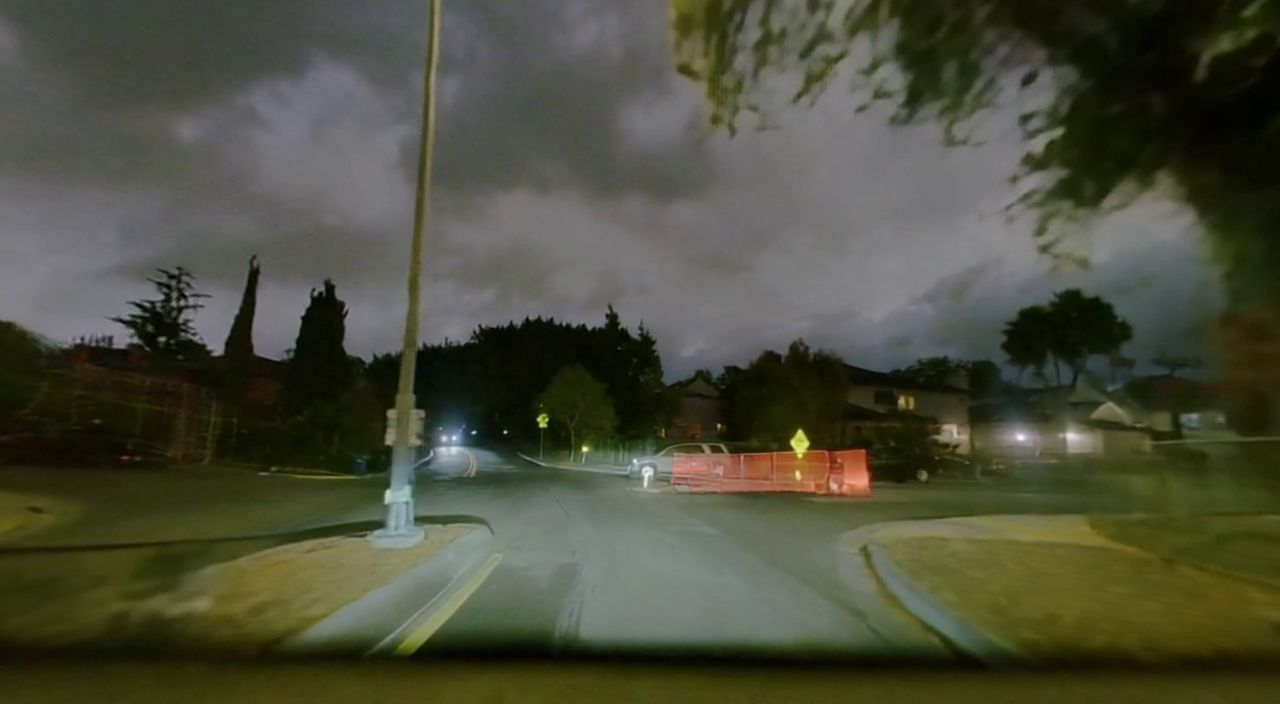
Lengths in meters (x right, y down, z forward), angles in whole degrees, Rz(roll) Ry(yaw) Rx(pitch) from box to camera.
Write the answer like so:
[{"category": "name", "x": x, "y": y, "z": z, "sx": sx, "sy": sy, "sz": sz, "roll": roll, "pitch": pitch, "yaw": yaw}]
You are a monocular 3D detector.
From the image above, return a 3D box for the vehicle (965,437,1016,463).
[{"category": "vehicle", "x": 21.237, "y": 5.958, "z": 38.304, "sx": 1.825, "sy": 1.482, "sz": 4.073, "roll": -2, "pitch": -9, "yaw": 17}]

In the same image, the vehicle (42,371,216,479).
[{"category": "vehicle", "x": -19.248, "y": 2.784, "z": 24.274, "sx": 2.438, "sy": 3.594, "sz": 5.582, "roll": 3, "pitch": -6, "yaw": -9}]

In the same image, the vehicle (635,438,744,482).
[{"category": "vehicle", "x": 1.817, "y": 4.081, "z": 23.871, "sx": 3.772, "sy": 1.531, "sz": 1.949, "roll": 2, "pitch": -9, "yaw": -8}]

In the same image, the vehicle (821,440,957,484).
[{"category": "vehicle", "x": 9.468, "y": 4.219, "z": 24.295, "sx": 4.378, "sy": 1.543, "sz": 2.080, "roll": 0, "pitch": -9, "yaw": 2}]
